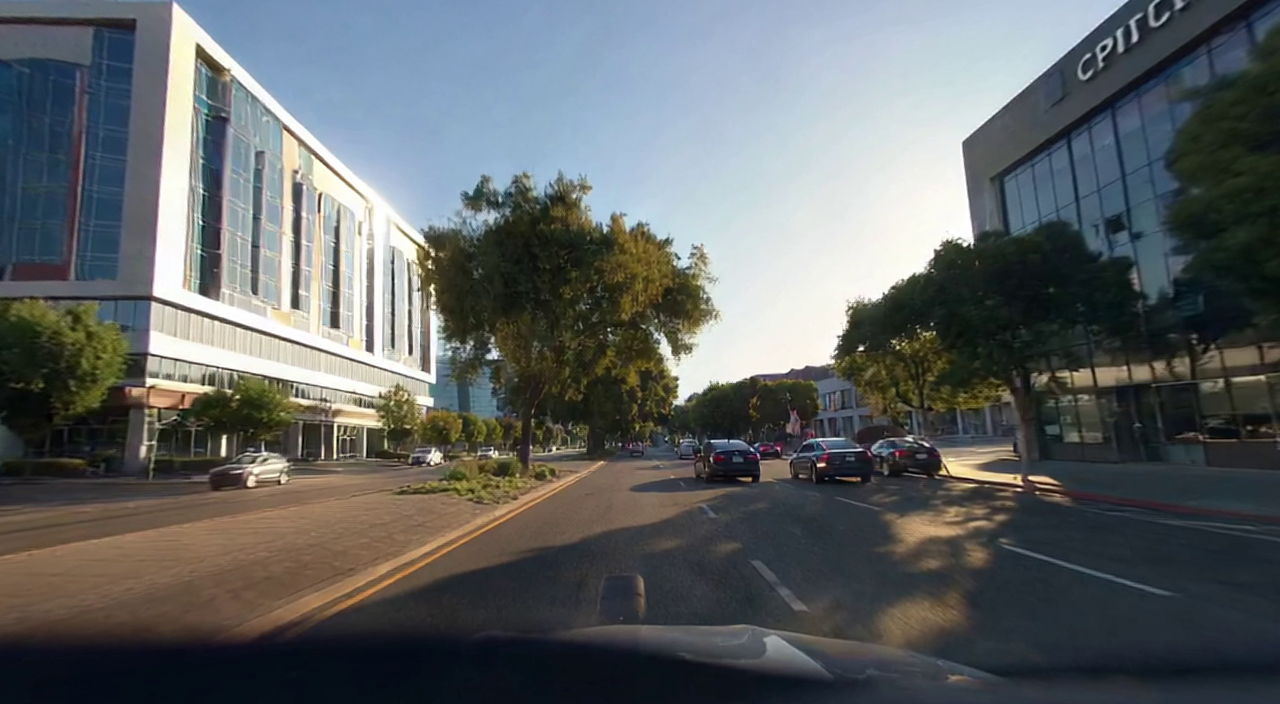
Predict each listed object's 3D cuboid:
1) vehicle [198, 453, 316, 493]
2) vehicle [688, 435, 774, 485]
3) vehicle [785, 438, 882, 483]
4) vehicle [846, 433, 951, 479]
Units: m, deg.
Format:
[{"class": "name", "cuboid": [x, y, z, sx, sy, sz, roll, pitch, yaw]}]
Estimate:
[{"class": "vehicle", "cuboid": [-16.230, 5.127, 27.151, 2.001, 1.471, 4.836, 0, -8, 1]}, {"class": "vehicle", "cuboid": [2.909, 3.601, 21.341, 2.131, 1.491, 4.496, 0, -8, -2]}, {"class": "vehicle", "cuboid": [6.615, 3.745, 22.161, 1.912, 1.411, 4.380, 0, -8, -2]}, {"class": "vehicle", "cuboid": [9.776, 3.978, 24.424, 1.952, 1.574, 5.052, 0, -8, 0]}]
